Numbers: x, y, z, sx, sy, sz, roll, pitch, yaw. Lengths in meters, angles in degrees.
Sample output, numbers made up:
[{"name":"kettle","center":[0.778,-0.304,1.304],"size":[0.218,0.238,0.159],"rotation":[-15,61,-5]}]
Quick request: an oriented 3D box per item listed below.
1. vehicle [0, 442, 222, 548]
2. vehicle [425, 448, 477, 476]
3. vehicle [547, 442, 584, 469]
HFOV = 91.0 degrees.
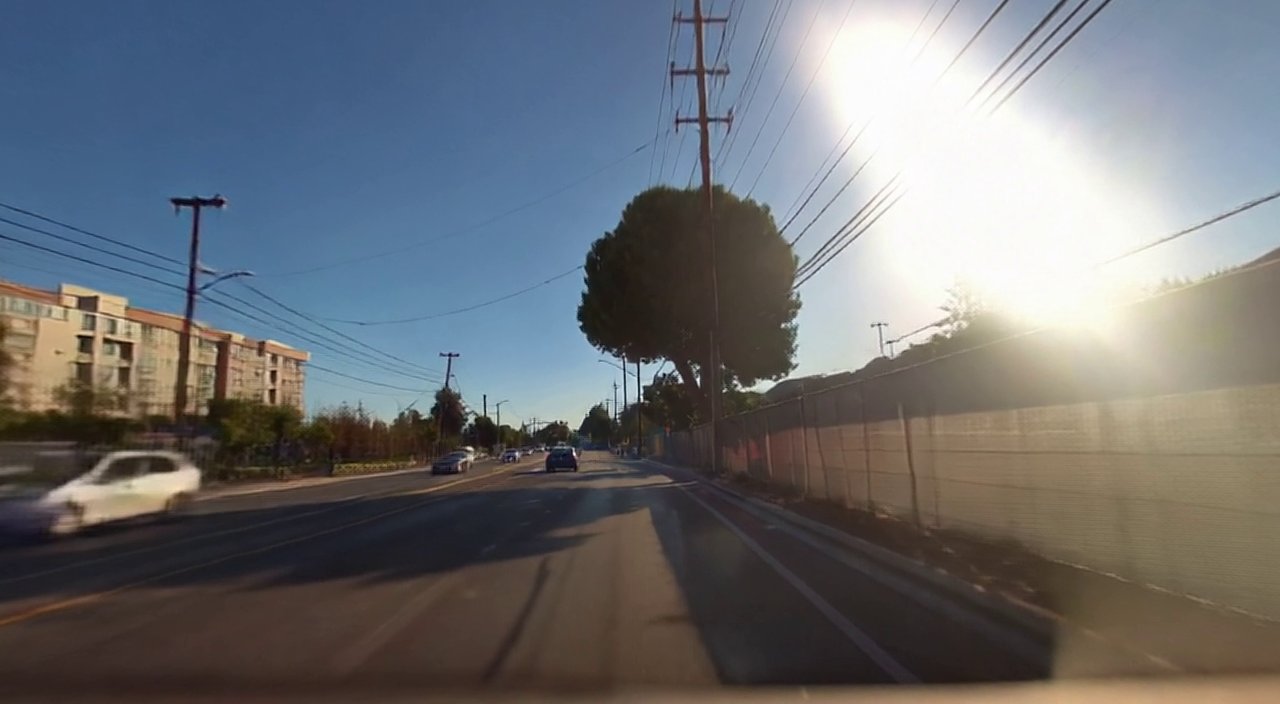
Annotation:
[{"name":"vehicle","center":[-10.525,2.619,12.258],"size":[1.954,1.690,4.080],"rotation":[1,-9,-1]},{"name":"vehicle","center":[-11.120,6.459,37.315],"size":[1.911,1.508,4.448],"rotation":[1,-9,-3]},{"name":"vehicle","center":[-4.583,6.440,39.327],"size":[1.992,1.515,4.289],"rotation":[1,-9,-3]}]
